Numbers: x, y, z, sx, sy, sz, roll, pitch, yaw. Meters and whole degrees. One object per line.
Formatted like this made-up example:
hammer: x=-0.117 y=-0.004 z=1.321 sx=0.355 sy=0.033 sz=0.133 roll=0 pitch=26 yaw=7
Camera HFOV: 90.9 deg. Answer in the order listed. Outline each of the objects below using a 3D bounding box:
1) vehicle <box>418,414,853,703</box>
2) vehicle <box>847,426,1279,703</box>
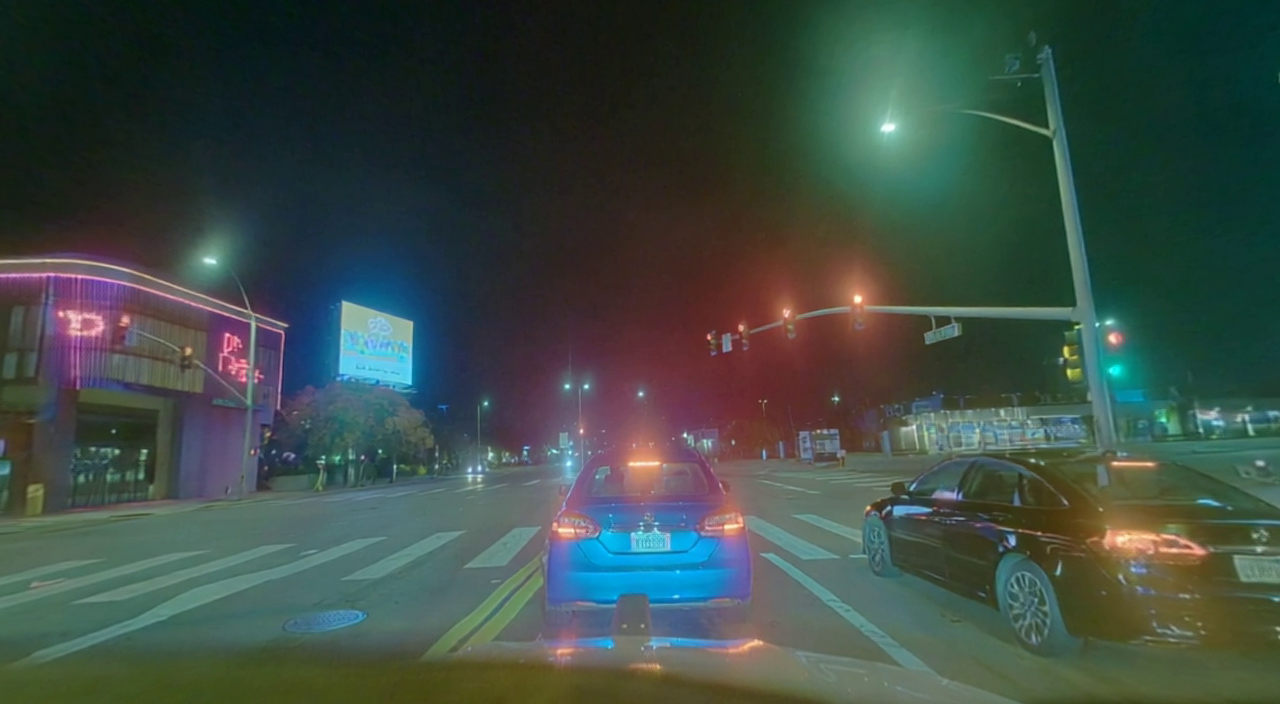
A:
vehicle: x=-0.054 y=1.351 z=5.148 sx=2.094 sy=1.481 sz=4.078 roll=0 pitch=-8 yaw=-1
vehicle: x=3.342 y=1.377 z=5.080 sx=1.860 sy=1.430 sz=4.089 roll=0 pitch=-8 yaw=-1
